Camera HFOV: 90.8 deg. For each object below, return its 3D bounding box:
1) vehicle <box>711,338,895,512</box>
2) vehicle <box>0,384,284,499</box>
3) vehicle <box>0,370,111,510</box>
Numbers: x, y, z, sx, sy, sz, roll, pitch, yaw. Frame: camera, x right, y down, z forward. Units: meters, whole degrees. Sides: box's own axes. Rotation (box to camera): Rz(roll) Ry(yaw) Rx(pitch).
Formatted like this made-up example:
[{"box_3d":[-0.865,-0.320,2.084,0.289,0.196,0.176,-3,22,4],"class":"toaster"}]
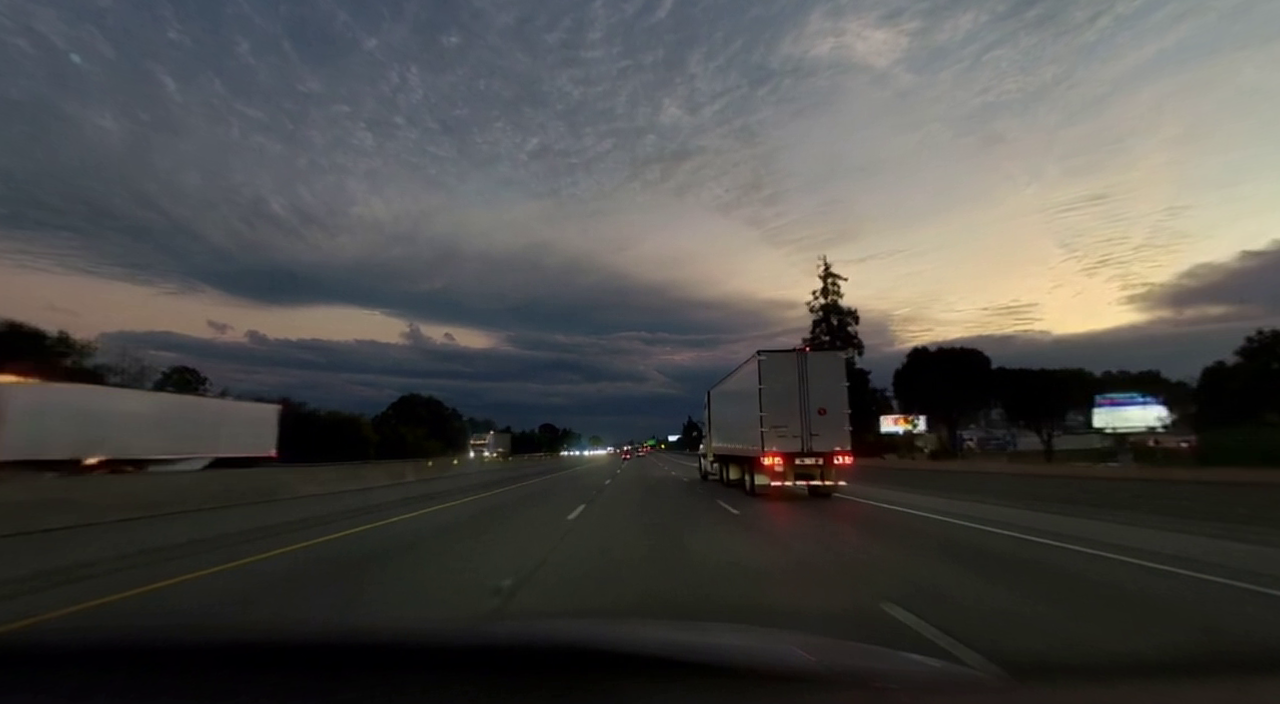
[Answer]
[{"box_3d":[4.689,2.707,21.789,3.058,4.312,12.251,0,-9,0],"class":"vehicle"},{"box_3d":[-20.385,3.882,27.053,3.135,3.778,12.388,0,-9,-1],"class":"vehicle"},{"box_3d":[-20.389,2.672,18.987,3.367,4.049,6.073,0,-9,-1],"class":"vehicle"}]
